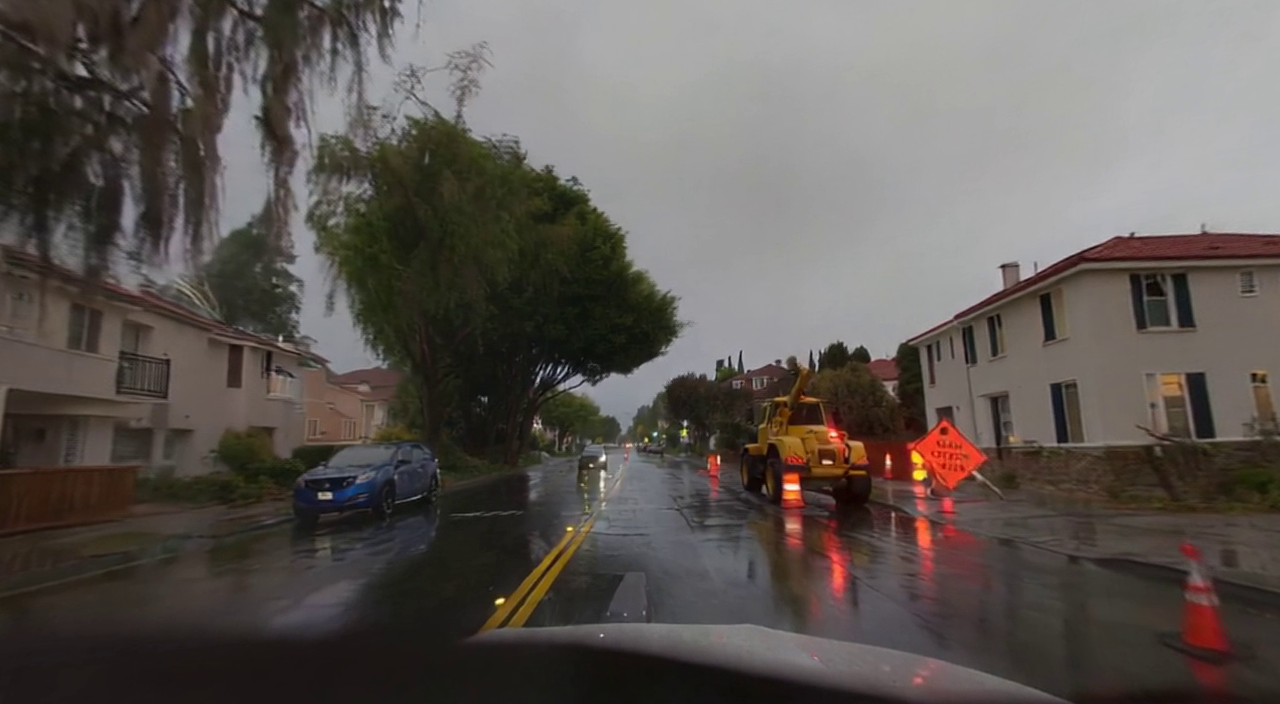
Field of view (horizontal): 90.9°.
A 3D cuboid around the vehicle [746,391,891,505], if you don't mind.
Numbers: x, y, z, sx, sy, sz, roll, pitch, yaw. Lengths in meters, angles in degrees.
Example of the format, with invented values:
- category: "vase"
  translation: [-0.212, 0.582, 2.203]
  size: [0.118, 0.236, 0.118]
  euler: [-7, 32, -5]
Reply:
- category: "vehicle"
  translation: [4.437, 2.476, 16.378]
  size: [2.501, 2.613, 3.505]
  euler: [0, -9, -4]

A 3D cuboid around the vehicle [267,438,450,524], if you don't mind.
- category: "vehicle"
  translation: [-6.588, 3.021, 15.551]
  size: [2.220, 1.765, 4.799]
  euler: [0, -8, 1]
